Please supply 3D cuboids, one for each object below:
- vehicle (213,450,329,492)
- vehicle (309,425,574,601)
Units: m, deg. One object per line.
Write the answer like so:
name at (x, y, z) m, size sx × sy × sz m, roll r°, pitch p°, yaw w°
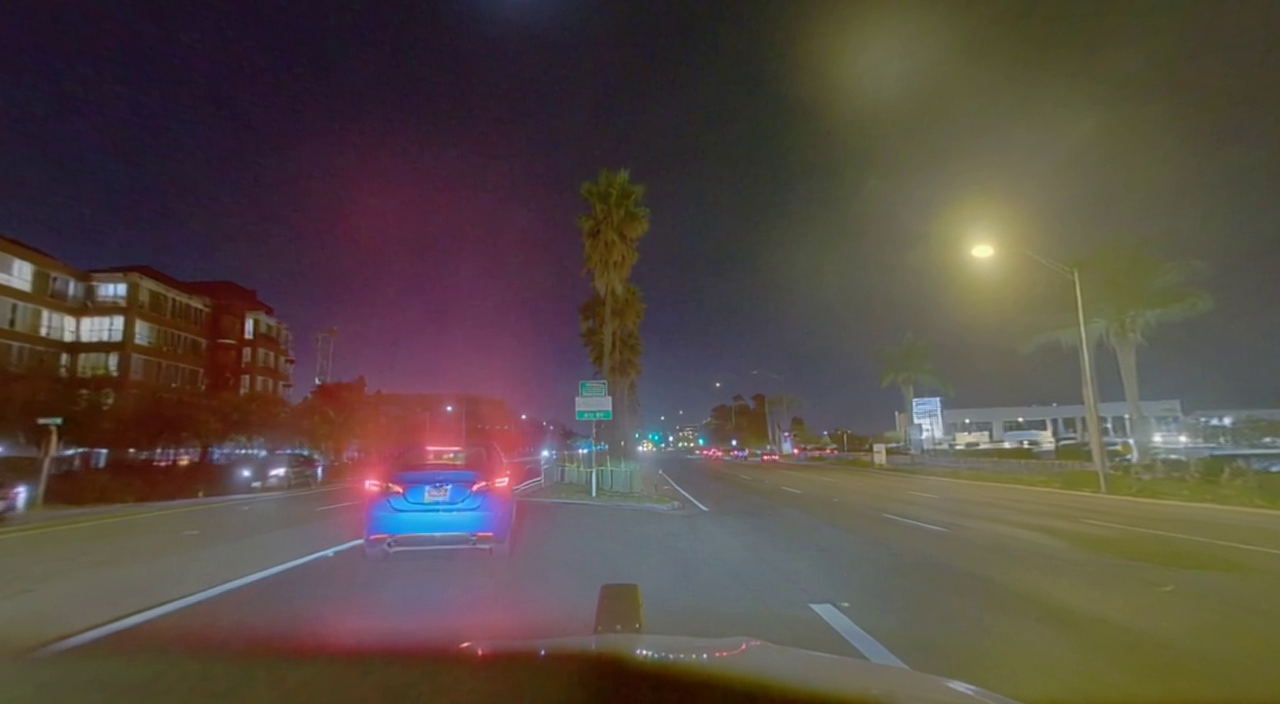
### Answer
vehicle at (-14.342, 4.613, 24.930) m, size 2.099 × 1.464 × 4.615 m, roll 1°, pitch -9°, yaw -5°
vehicle at (-2.697, 1.725, 7.780) m, size 1.986 × 1.473 × 4.382 m, roll 5°, pitch -10°, yaw -32°
